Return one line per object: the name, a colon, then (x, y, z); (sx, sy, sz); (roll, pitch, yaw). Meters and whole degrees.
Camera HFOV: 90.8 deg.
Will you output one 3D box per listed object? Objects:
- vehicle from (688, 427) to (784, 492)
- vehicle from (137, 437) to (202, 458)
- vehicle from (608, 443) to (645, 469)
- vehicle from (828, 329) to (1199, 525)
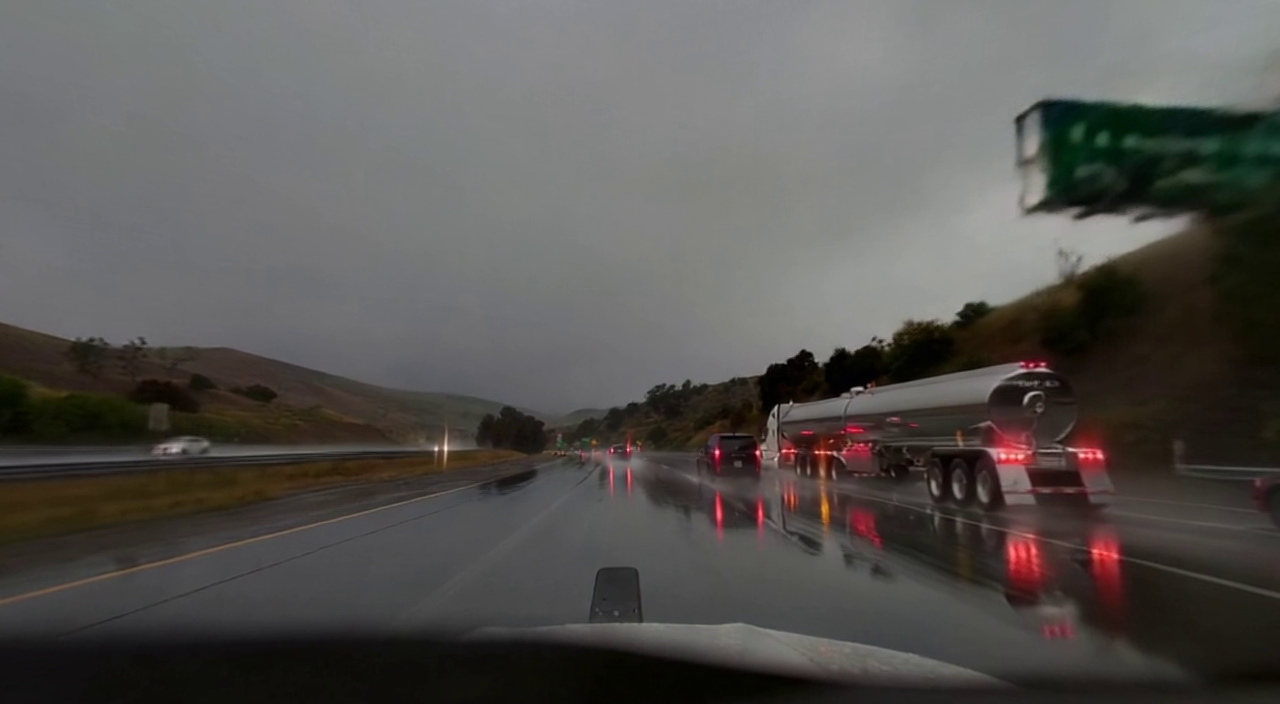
vehicle: (2.862, 3.350, 19.989); (2.098, 1.794, 4.561); (0, -9, -3)
vehicle: (-36.271, 7.389, 48.842); (1.733, 1.482, 4.491); (1, -9, -3)
vehicle: (-0.861, 6.157, 37.580); (2.083, 1.477, 3.965); (0, -9, -2)
vehicle: (7.552, 1.933, 15.341); (2.805, 3.212, 9.978); (0, -9, -1)
